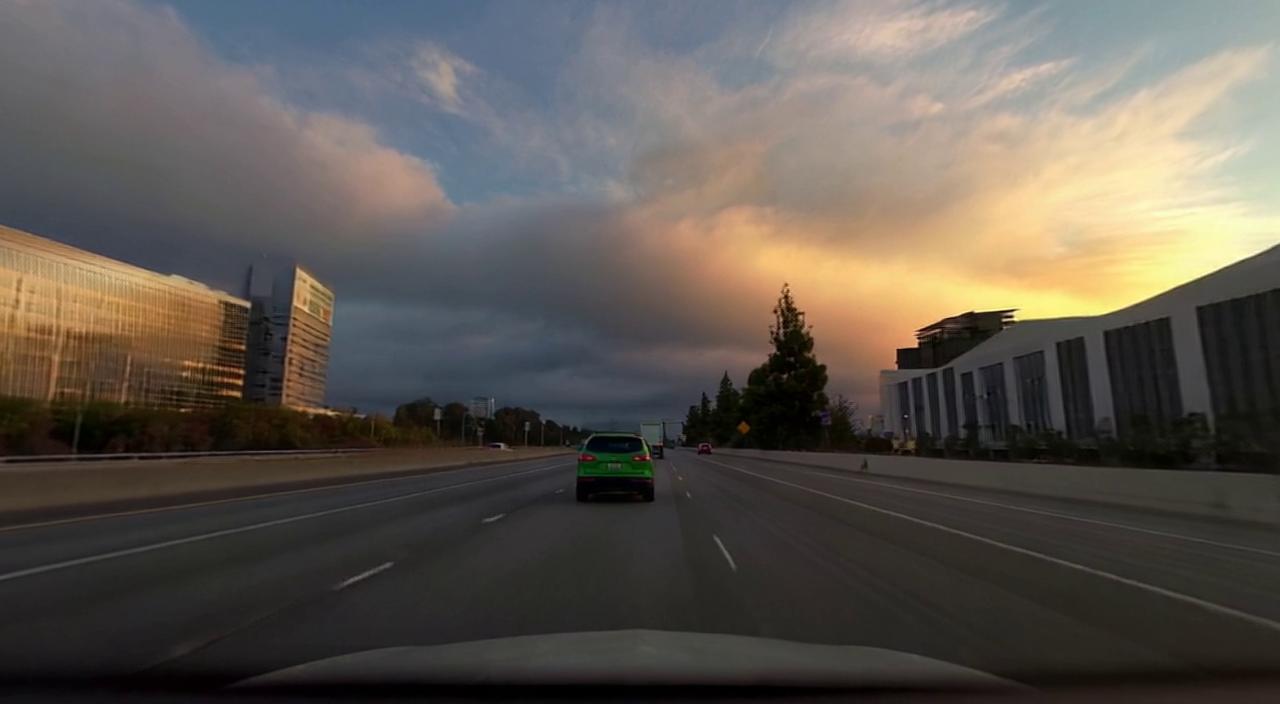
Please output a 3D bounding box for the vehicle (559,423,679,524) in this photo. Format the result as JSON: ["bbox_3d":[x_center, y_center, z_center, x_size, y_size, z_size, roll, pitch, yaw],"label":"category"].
[{"bbox_3d":[-0.263,2.475,13.342,2.111,1.742,4.315,0,-9,3],"label":"vehicle"}]
